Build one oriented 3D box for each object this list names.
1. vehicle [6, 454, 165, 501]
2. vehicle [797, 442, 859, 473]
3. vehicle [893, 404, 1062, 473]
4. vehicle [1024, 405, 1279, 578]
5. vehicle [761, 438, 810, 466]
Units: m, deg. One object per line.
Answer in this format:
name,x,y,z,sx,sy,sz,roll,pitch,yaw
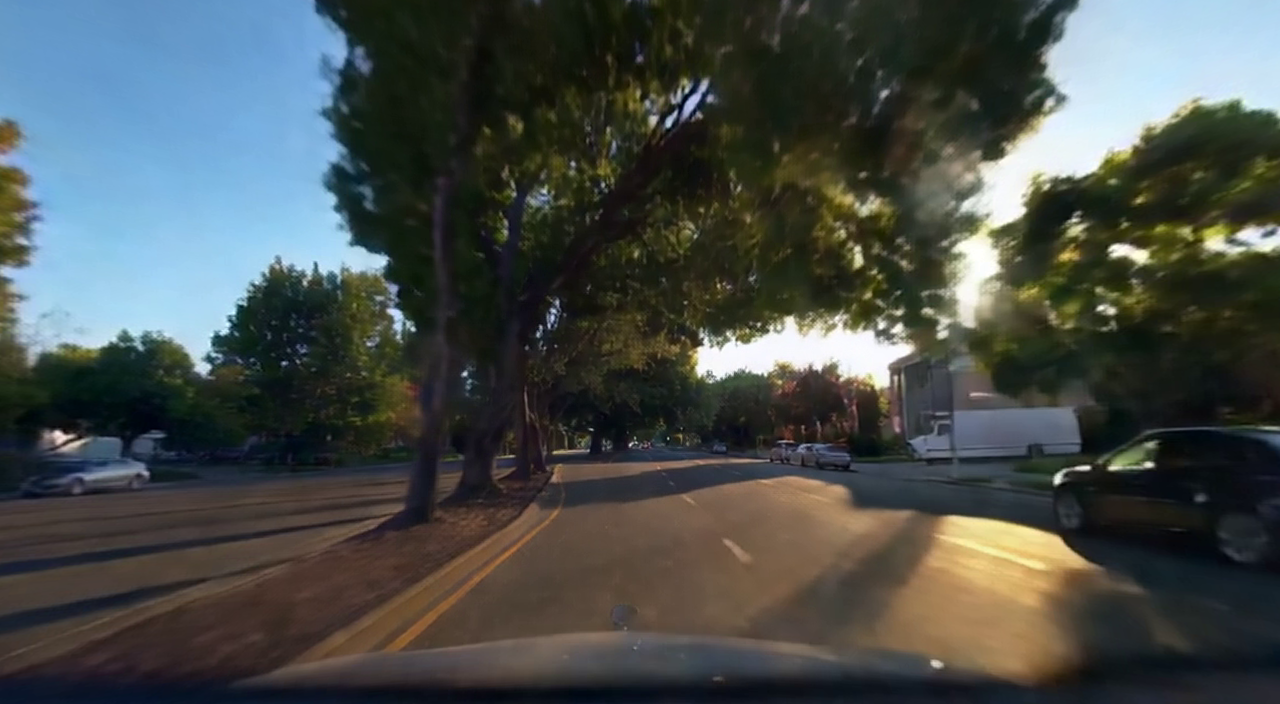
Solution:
vehicle,-20.609,4.636,23.818,1.945,1.469,4.539,-1,-8,-1
vehicle,10.294,5.775,34.835,1.931,1.565,4.043,1,-8,-4
vehicle,17.136,4.457,32.444,6.927,3.298,2.751,0,-8,0
vehicle,7.052,1.524,7.329,2.053,1.628,4.717,0,-9,-2
vehicle,10.080,6.958,44.219,2.092,1.848,4.879,0,-9,-2
